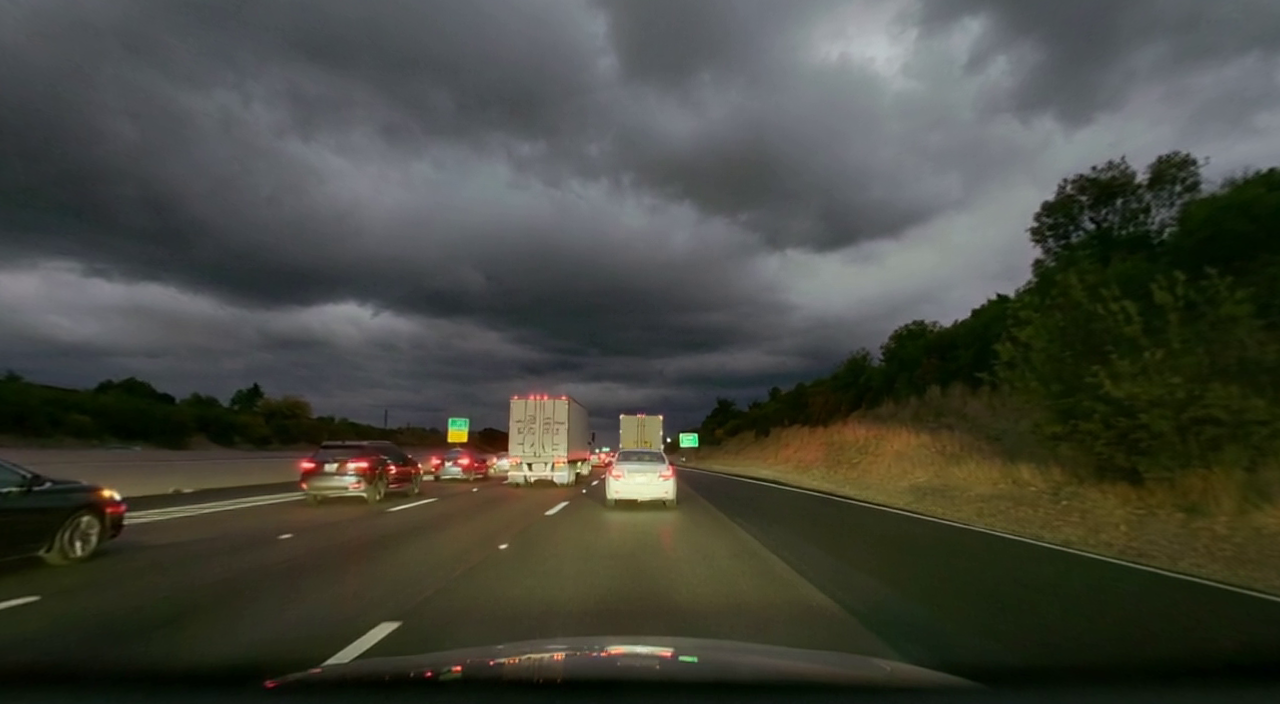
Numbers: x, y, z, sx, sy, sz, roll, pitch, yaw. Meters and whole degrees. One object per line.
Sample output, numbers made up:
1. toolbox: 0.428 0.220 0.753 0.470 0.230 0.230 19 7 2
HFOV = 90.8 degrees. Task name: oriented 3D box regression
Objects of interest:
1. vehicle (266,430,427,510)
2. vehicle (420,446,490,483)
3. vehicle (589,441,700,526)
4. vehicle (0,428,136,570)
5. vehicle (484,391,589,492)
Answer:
1. vehicle: -7.273 2.968 16.241 1.952 1.746 4.332 -1 -9 1
2. vehicle: -8.031 4.897 27.733 1.880 1.512 3.758 -1 -9 1
3. vehicle: 0.062 2.628 13.073 1.995 1.495 3.380 0 -9 0
4. vehicle: -7.869 1.508 6.252 1.879 1.521 4.623 -1 -9 1
5. vehicle: -3.747 3.533 24.769 2.812 3.342 7.248 0 -9 1
